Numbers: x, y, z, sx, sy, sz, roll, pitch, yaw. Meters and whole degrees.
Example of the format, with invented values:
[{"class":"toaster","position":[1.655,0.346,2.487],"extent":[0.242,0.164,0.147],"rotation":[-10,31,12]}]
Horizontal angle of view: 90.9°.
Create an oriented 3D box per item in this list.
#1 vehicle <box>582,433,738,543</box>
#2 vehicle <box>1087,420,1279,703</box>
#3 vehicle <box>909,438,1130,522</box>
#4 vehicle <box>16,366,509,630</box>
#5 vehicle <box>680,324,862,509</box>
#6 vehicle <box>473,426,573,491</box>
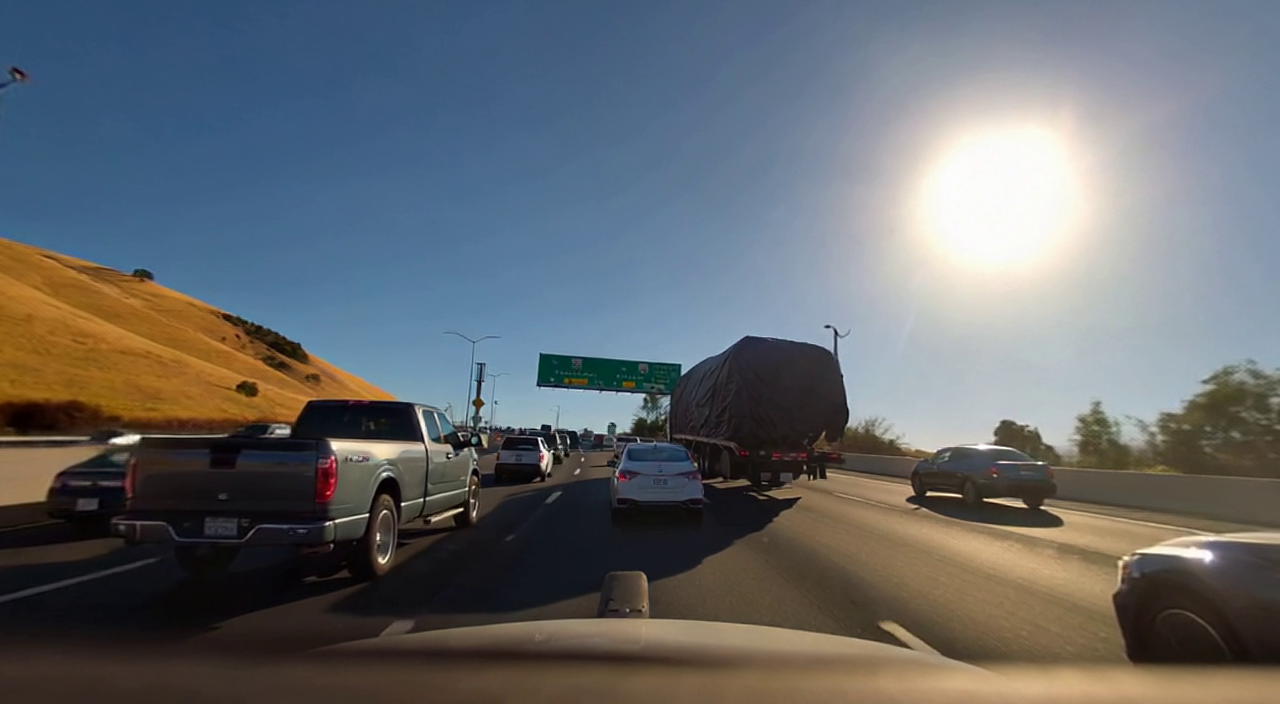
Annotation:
[{"class":"vehicle","position":[0.232,2.128,10.567],"extent":[2.105,1.471,3.978],"rotation":[0,-8,-1]},{"class":"vehicle","position":[3.579,0.800,1.102],"extent":[2.169,1.447,4.817],"rotation":[0,-8,2]},{"class":"vehicle","position":[7.783,2.621,13.564],"extent":[2.092,1.495,4.194],"rotation":[0,-8,0]},{"class":"vehicle","position":[-3.289,1.432,7.307],"extent":[2.318,1.902,5.374],"rotation":[0,-8,1]},{"class":"vehicle","position":[3.236,2.182,19.525],"extent":[2.759,4.098,10.906],"rotation":[0,-8,-3]},{"class":"vehicle","position":[-3.573,3.387,20.390],"extent":[2.348,1.821,5.061],"rotation":[0,-8,-1]}]
